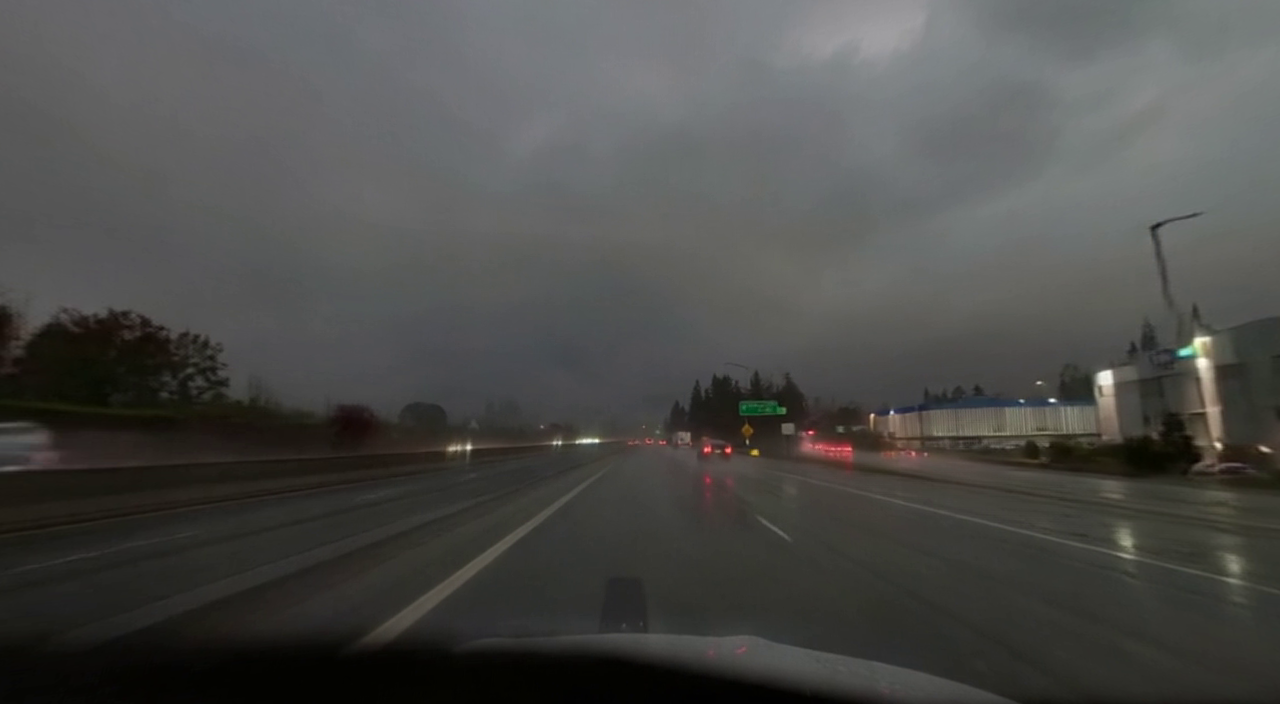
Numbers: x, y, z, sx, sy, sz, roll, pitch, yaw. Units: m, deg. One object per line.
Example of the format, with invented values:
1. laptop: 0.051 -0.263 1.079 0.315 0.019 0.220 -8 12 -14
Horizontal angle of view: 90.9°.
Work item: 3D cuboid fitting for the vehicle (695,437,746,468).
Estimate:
1. vehicle: 4.124 5.216 32.944 2.062 1.518 4.026 0 -8 0
